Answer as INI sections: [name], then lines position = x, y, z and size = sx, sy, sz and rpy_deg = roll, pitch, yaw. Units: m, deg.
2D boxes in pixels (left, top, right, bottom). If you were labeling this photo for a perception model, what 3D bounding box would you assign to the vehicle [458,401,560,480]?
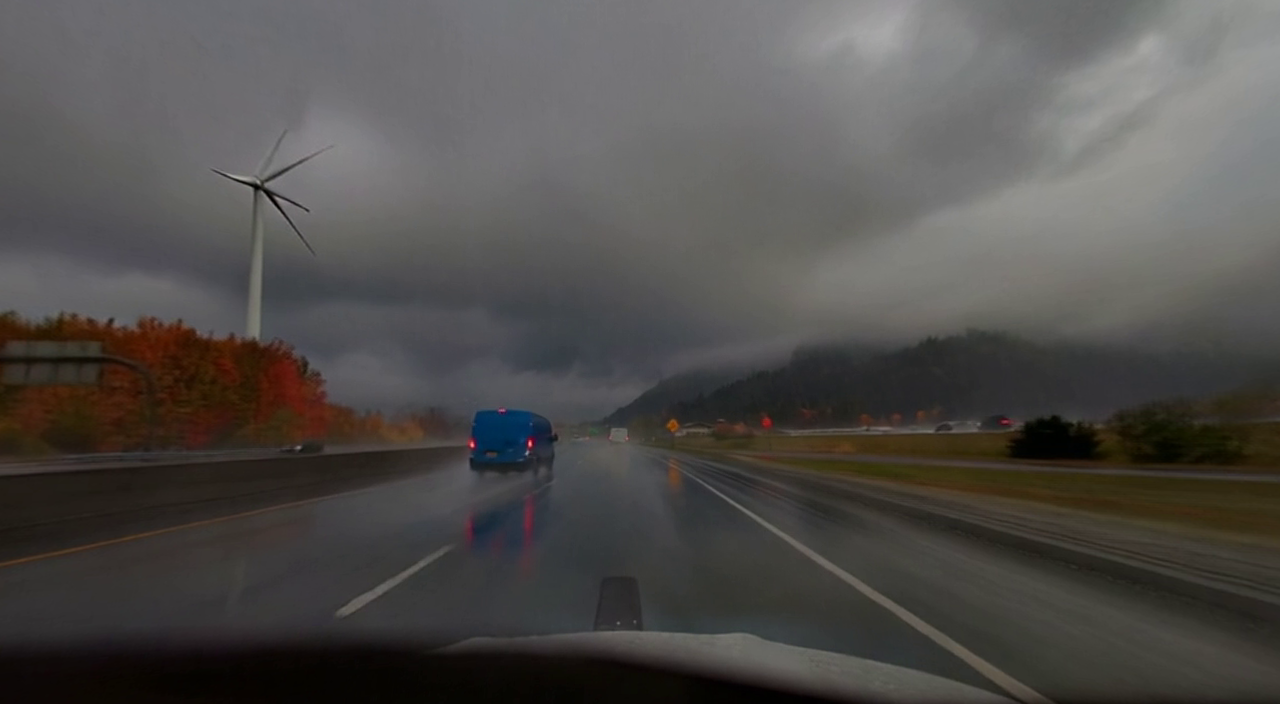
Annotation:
[vehicle]
position = -4.186, 2.938, 21.091
size = 2.303, 2.323, 5.089
rpy_deg = 0, -8, 0
